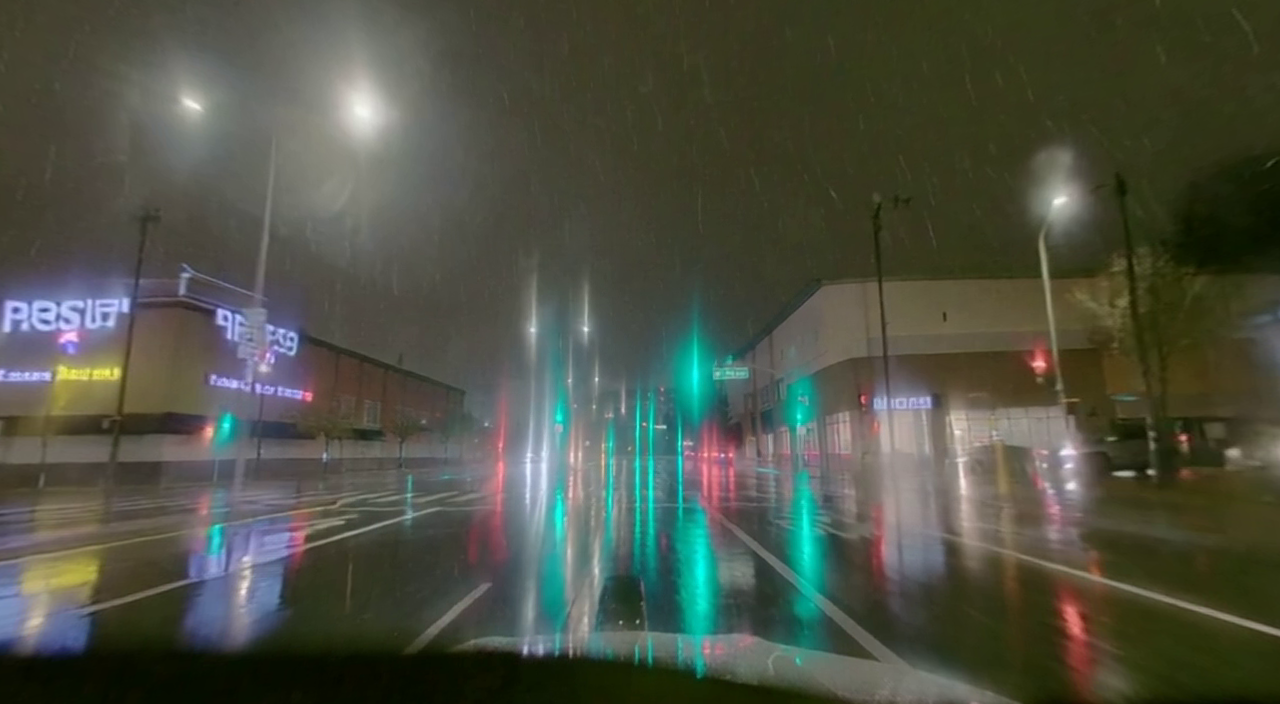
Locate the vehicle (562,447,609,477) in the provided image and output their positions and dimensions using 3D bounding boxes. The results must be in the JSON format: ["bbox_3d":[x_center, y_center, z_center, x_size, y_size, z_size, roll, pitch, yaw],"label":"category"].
[{"bbox_3d":[-2.793,5.729,33.056,2.078,1.471,4.217,0,-9,0],"label":"vehicle"}]

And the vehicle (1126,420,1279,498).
[{"bbox_3d":[14.946,2.559,15.243,4.568,1.729,2.131,0,-9,-2],"label":"vehicle"}]

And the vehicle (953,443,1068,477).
[{"bbox_3d":[17.353,5.060,29.639,4.040,1.514,2.095,0,-9,-2],"label":"vehicle"}]
